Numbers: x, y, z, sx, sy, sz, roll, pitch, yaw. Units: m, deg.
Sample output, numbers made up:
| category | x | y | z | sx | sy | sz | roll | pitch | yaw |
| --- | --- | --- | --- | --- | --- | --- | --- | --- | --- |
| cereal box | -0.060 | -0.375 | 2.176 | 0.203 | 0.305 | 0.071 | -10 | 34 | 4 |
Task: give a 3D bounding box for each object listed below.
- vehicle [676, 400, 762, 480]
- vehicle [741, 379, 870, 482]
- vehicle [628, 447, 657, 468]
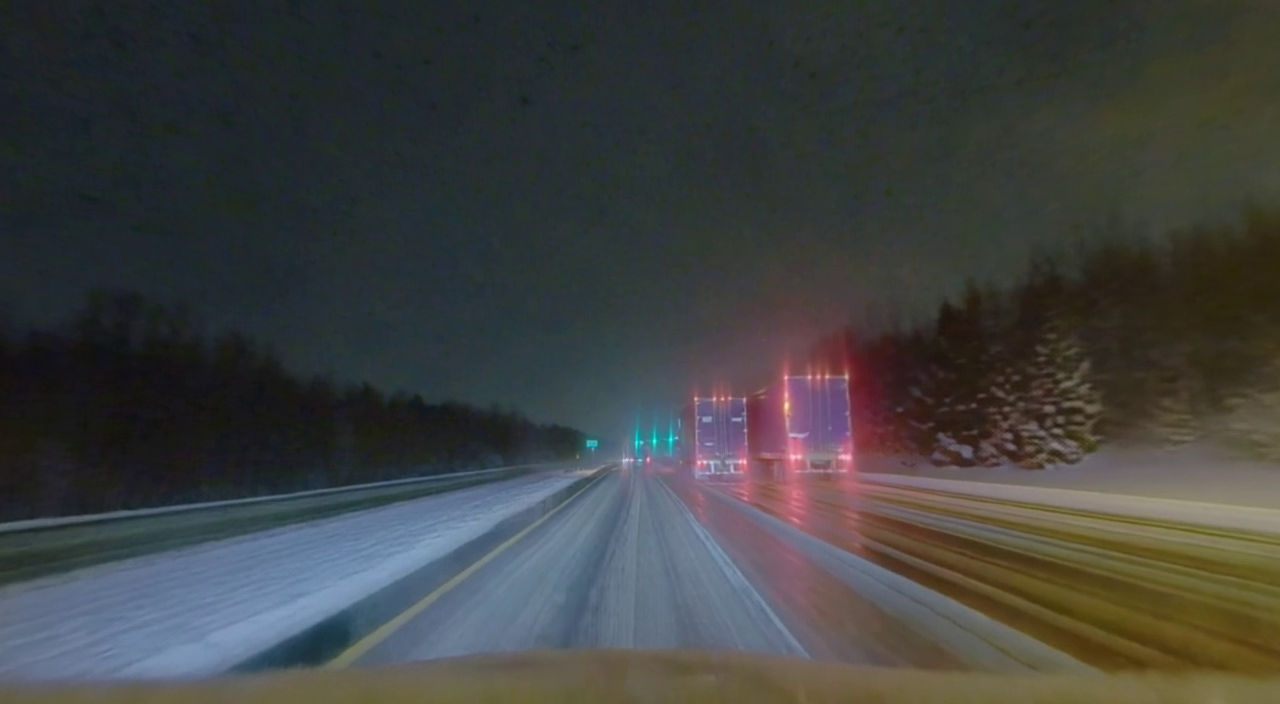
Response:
| category | x | y | z | sx | sy | sz | roll | pitch | yaw |
| --- | --- | --- | --- | --- | --- | --- | --- | --- | --- |
| vehicle | 3.535 | 4.293 | 30.264 | 2.859 | 3.332 | 7.735 | 0 | -9 | -2 |
| vehicle | 7.916 | 4.195 | 32.507 | 3.268 | 4.172 | 12.771 | -1 | -8 | 1 |
| vehicle | 0.174 | 8.025 | 47.658 | 2.083 | 1.473 | 3.923 | 0 | -9 | 0 |
